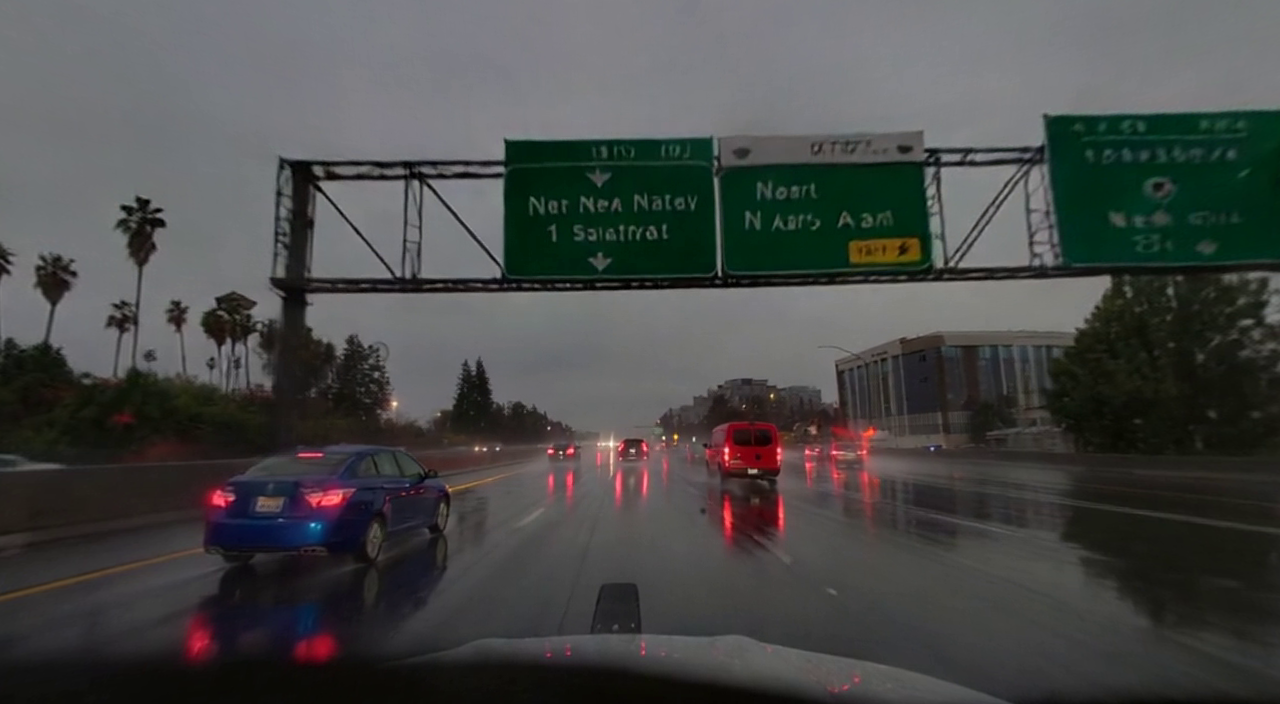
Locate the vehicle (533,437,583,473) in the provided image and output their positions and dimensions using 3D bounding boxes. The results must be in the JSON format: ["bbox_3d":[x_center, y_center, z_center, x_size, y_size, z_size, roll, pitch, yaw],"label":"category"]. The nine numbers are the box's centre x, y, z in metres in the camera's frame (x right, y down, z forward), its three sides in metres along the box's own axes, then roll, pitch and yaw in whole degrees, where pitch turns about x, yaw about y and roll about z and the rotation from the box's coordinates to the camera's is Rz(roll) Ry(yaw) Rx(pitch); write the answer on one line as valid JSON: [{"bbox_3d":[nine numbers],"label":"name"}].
[{"bbox_3d":[-4.335,5.537,34.185,2.109,1.793,4.613,0,-9,0],"label":"vehicle"}]

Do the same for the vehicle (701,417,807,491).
[{"bbox_3d":[3.502,3.325,20.766,2.250,2.074,5.723,0,-9,-2],"label":"vehicle"}]

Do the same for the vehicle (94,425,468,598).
[{"bbox_3d":[-3.698,1.712,7.690,1.991,1.469,4.381,0,-9,-1],"label":"vehicle"}]

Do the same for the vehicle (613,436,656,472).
[{"bbox_3d":[-0.304,5.499,34.073,2.212,1.786,4.198,0,-9,-1],"label":"vehicle"}]
